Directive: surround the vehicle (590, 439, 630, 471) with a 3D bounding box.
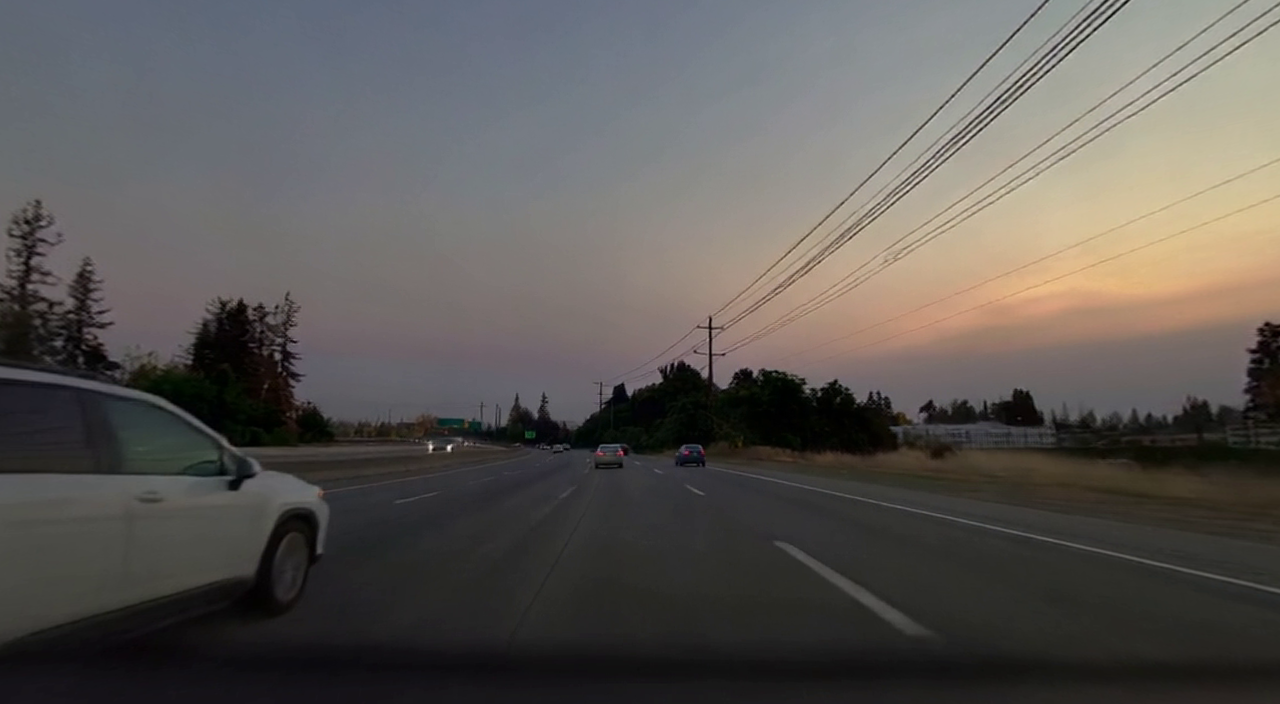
[{"bbox_3d":[-1.846,6.021,37.178,2.188,1.714,3.921,1,-8,-5],"label":"vehicle"}]

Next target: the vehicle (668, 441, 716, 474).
[{"bbox_3d":[2.479,5.139,31.120,1.789,1.503,3.897,0,-8,-4],"label":"vehicle"}]

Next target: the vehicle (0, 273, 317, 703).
[{"bbox_3d":[-4.217,0.703,2.803,2.475,2.152,5.837,0,-8,0],"label":"vehicle"}]
